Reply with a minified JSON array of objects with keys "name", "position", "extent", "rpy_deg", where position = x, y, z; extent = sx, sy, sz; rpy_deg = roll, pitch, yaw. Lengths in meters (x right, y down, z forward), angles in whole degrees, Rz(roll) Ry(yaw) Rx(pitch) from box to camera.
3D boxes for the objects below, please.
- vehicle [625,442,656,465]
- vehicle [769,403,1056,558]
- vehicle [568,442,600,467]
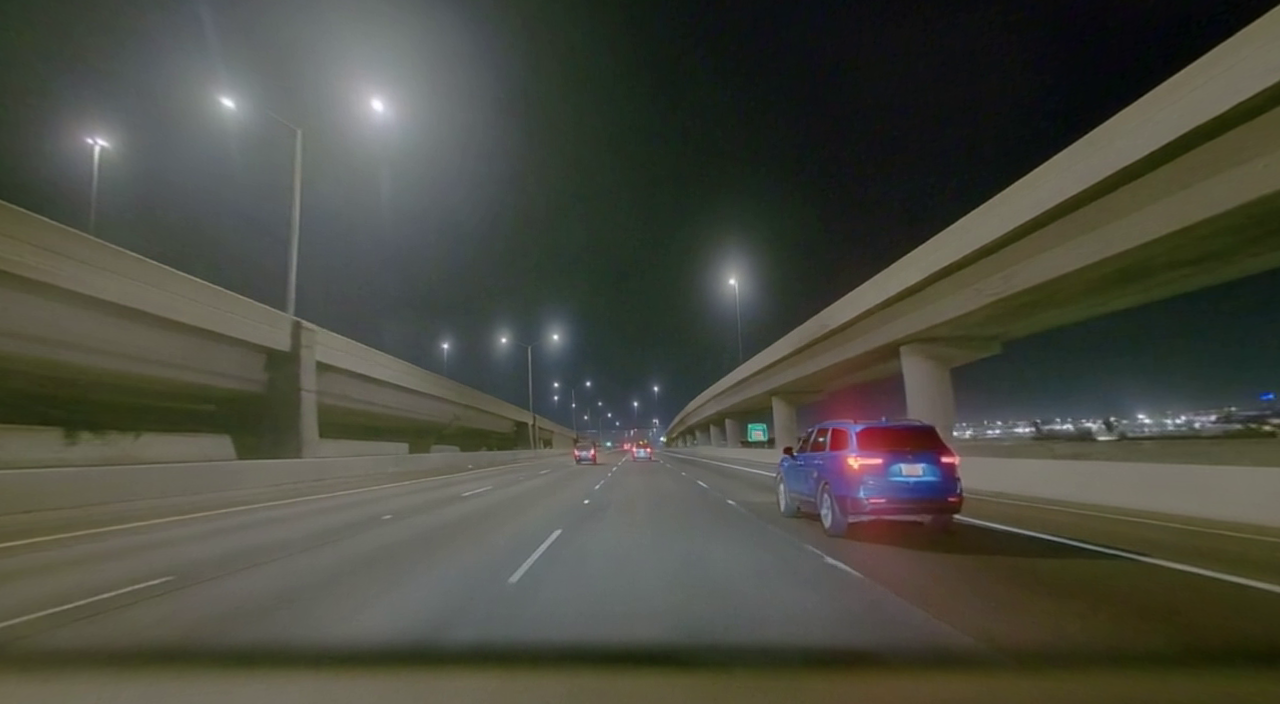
[{"name":"vehicle","position":[-0.011,7.607,47.399],"extent":[2.132,1.657,3.967],"rpy_deg":[0,-8,-2]},{"name":"vehicle","position":[3.777,1.890,10.050],"extent":[2.288,1.841,4.779],"rpy_deg":[0,-8,-2]},{"name":"vehicle","position":[-3.948,7.320,45.370],"extent":[2.000,1.646,4.201],"rpy_deg":[0,-8,-1]}]
